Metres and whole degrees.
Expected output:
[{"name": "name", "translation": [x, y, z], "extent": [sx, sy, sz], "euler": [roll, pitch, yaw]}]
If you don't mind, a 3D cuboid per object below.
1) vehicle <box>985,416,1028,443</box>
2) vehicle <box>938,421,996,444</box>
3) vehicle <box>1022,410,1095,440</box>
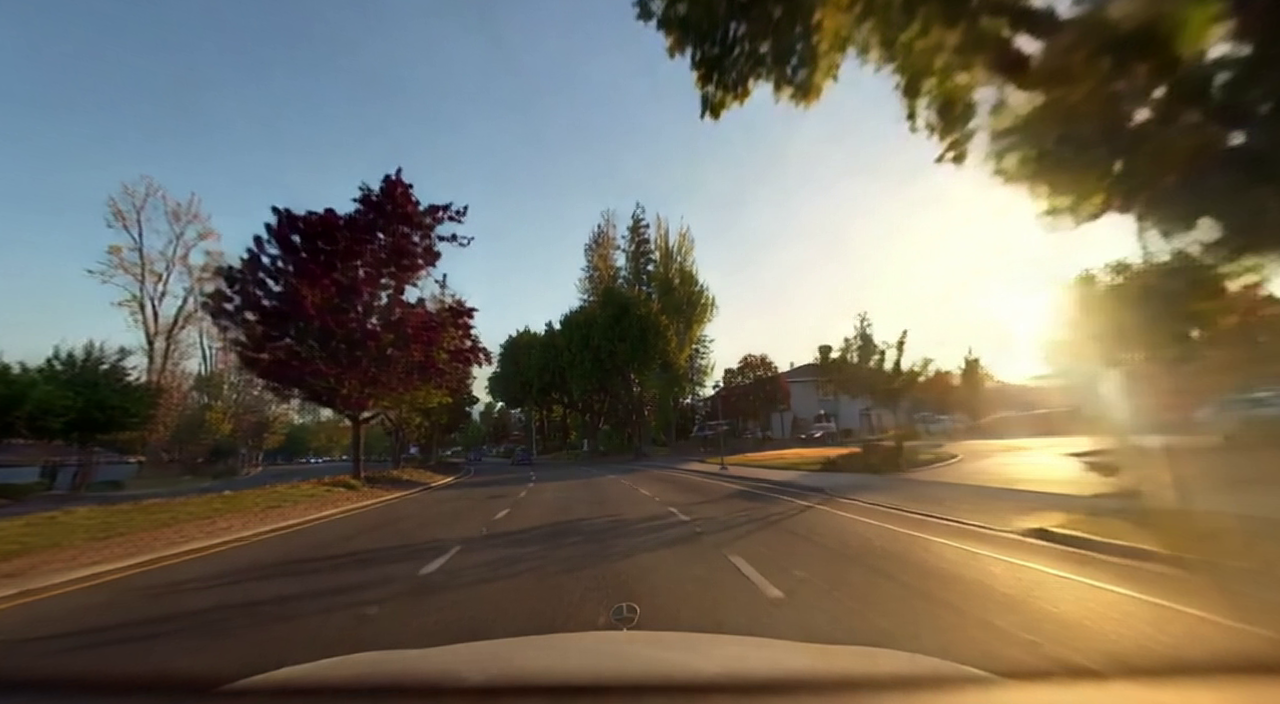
[{"name": "vehicle", "translation": [23.802, 5.000, 40.950], "extent": [2.033, 1.533, 4.370], "euler": [-9, -10, 31]}, {"name": "vehicle", "translation": [22.126, 5.471, 42.661], "extent": [4.230, 1.459, 1.889], "euler": [7, -12, -40]}, {"name": "vehicle", "translation": [25.798, 4.520, 38.898], "extent": [4.147, 1.680, 2.441], "euler": [6, -11, -38]}]
